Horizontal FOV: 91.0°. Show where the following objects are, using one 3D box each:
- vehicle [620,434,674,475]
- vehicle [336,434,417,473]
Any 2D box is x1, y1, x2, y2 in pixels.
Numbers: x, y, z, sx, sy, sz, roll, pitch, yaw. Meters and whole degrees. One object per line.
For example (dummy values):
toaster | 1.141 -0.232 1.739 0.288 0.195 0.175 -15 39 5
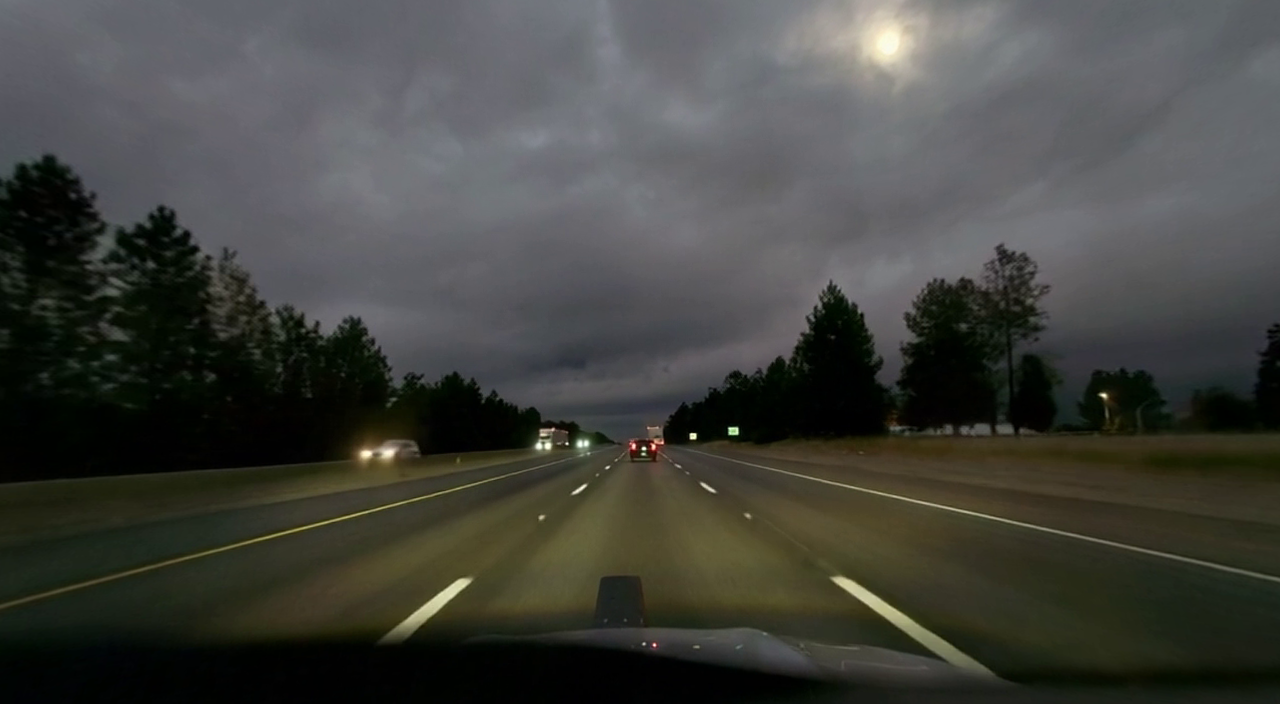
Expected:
vehicle | 0.363 4.424 27.321 2.139 1.607 4.034 0 -8 3
vehicle | -14.164 5.505 34.205 2.194 1.944 5.041 0 -8 0
